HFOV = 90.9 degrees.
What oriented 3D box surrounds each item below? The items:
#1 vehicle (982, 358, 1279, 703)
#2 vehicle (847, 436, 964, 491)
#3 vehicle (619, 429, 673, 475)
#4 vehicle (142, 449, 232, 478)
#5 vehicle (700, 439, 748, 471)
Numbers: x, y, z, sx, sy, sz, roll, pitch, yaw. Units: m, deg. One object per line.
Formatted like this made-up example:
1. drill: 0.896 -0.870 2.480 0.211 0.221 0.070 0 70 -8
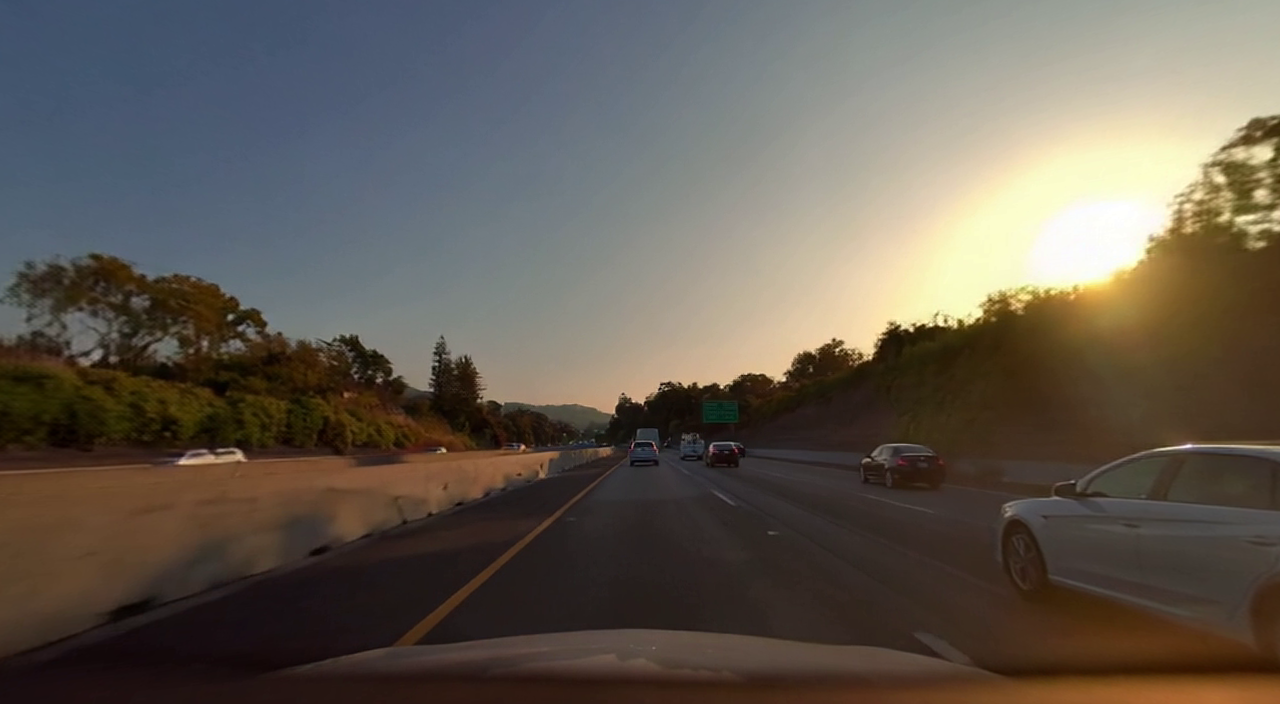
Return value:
1. vehicle: 3.742 0.876 2.801 2.003 1.661 4.418 -1 -8 1
2. vehicle: 8.090 3.404 19.676 1.810 1.516 4.183 0 -8 0
3. vehicle: 0.235 4.400 27.934 2.189 1.852 4.038 0 -8 0
4. vehicle: -27.425 6.735 38.370 1.964 1.614 4.627 -1 -8 1
5. vehicle: 4.201 5.213 32.142 1.825 1.487 4.034 0 -8 -1
